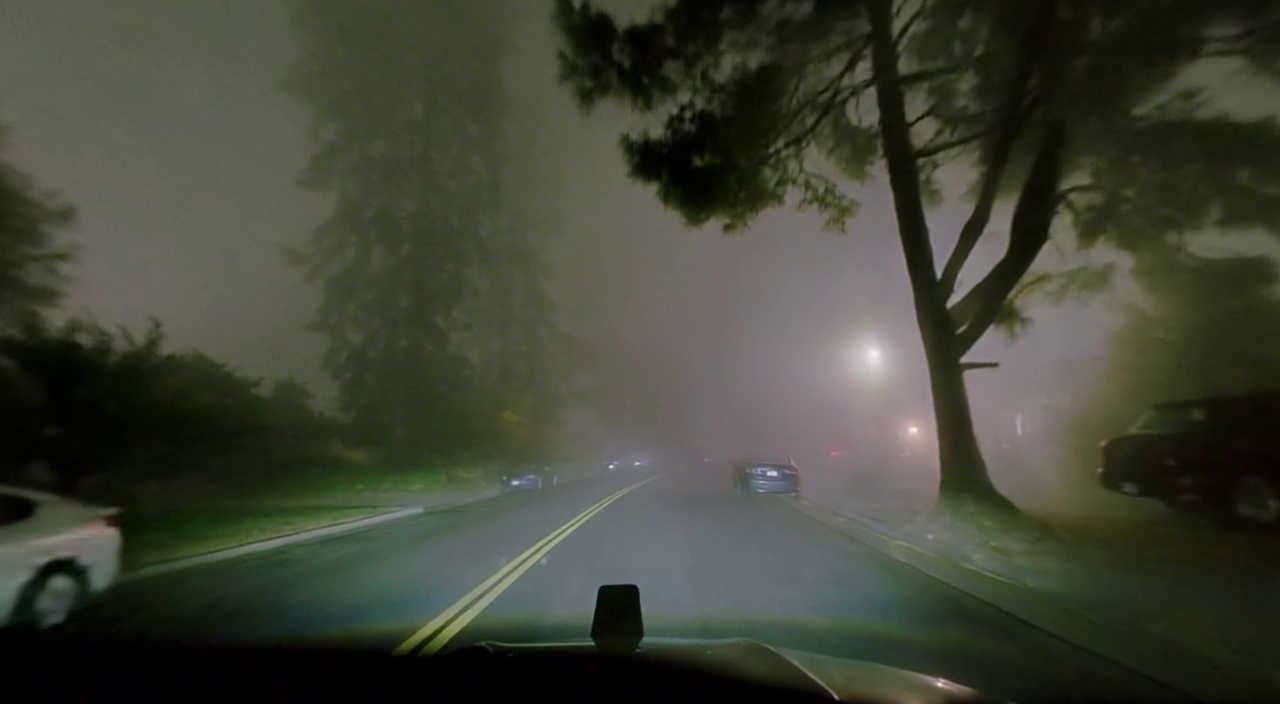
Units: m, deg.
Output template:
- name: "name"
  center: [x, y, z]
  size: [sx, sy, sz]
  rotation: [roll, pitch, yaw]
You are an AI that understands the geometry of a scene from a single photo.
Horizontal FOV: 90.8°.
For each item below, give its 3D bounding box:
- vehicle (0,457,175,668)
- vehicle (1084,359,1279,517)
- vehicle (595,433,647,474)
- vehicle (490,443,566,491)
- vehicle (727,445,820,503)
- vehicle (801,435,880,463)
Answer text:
- name: "vehicle"
  center: [-5.853, 1.499, 4.284]
  size: [1.972, 1.536, 4.347]
  rotation: [-3, -15, 1]
- name: "vehicle"
  center: [9.406, 1.147, 8.561]
  size: [5.009, 1.906, 2.046]
  rotation: [-1, -8, 5]
- name: "vehicle"
  center: [-1.271, 7.435, 45.534]
  size: [2.334, 2.126, 6.444]
  rotation: [-6, -16, 10]
- name: "vehicle"
  center: [-4.440, 4.773, 25.729]
  size: [2.005, 1.557, 4.172]
  rotation: [-3, -15, 5]
- name: "vehicle"
  center: [3.724, 3.462, 18.405]
  size: [1.972, 1.460, 4.137]
  rotation: [-1, -8, 2]
- name: "vehicle"
  center: [14.768, 7.209, 46.733]
  size: [5.325, 1.939, 2.150]
  rotation: [-3, -9, 16]
